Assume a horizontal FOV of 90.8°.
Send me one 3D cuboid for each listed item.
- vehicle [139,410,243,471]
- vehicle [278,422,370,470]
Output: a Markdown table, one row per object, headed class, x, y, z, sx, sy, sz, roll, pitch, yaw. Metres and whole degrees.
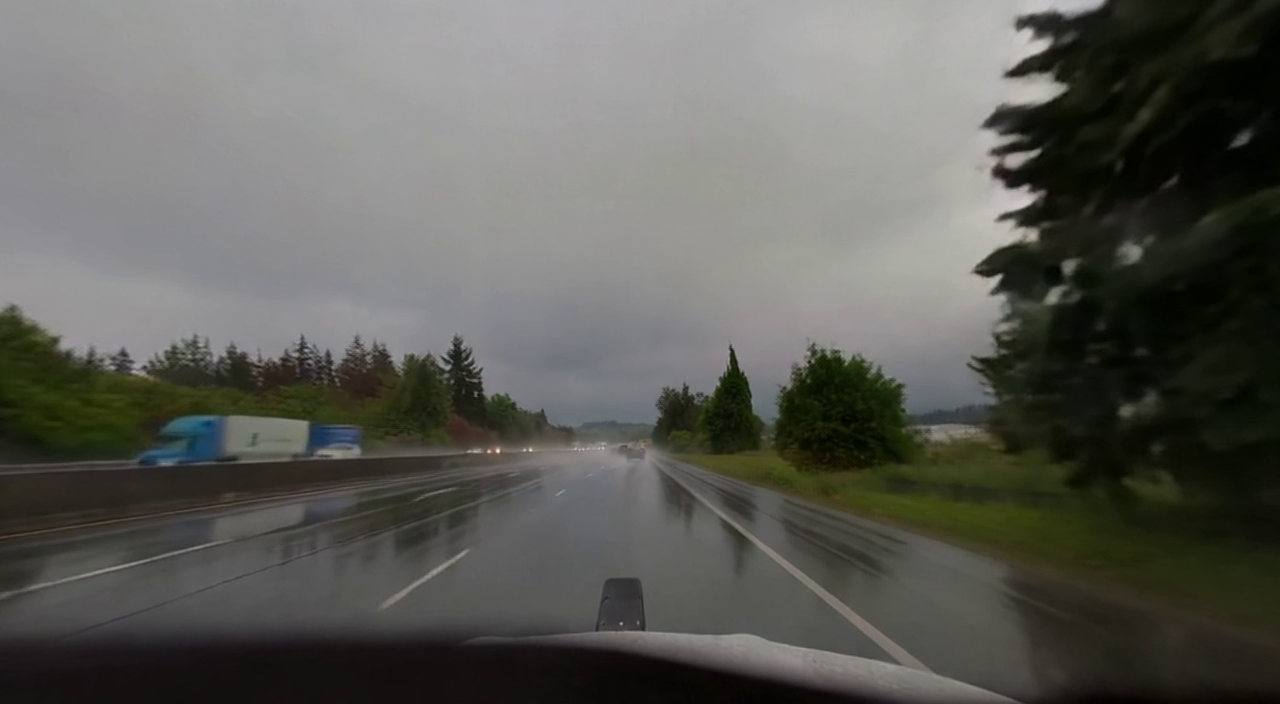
| class | x | y | z | sx | sy | sz | roll | pitch | yaw |
| --- | --- | --- | --- | --- | --- | --- | --- | --- | --- |
| vehicle | -25.185 | 5.013 | 35.625 | 3.271 | 3.288 | 3.296 | 0 | -9 | -3 |
| vehicle | -21.115 | 6.368 | 42.694 | 2.712 | 2.915 | 6.667 | 0 | -9 | 0 |
